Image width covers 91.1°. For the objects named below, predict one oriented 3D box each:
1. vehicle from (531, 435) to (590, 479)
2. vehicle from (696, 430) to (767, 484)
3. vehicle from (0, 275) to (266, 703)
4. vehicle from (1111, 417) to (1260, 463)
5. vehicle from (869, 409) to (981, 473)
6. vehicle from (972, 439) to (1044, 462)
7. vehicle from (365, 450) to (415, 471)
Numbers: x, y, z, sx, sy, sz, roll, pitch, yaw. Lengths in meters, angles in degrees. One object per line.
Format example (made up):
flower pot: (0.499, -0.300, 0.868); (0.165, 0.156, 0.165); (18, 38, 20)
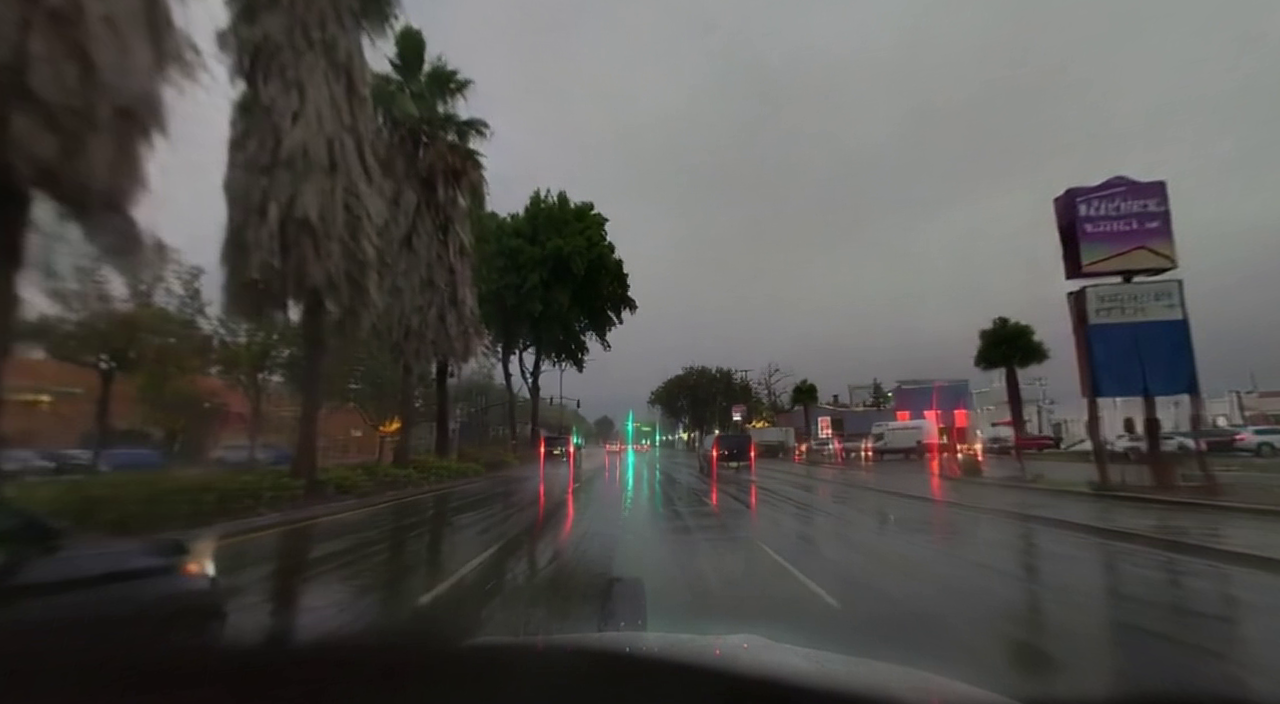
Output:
vehicle: (-3.448, 4.659, 28.102); (2.014, 1.775, 4.404); (0, -9, 0)
vehicle: (3.454, 4.096, 24.678); (2.024, 1.921, 4.431); (0, -9, -1)
vehicle: (-3.521, 0.555, 1.529); (2.210, 1.925, 4.838); (0, -9, 0)
vehicle: (29.044, 4.768, 33.615); (5.686, 2.220, 2.112); (-1, -11, 2)
vehicle: (16.016, 5.156, 35.972); (2.919, 3.125, 7.218); (2, -9, -1)
vehicle: (27.918, 7.488, 47.732); (4.126, 1.642, 2.073); (0, -9, -5)
vehicle: (-19.503, 8.480, 49.156); (1.993, 1.483, 4.533); (0, -9, 1)
